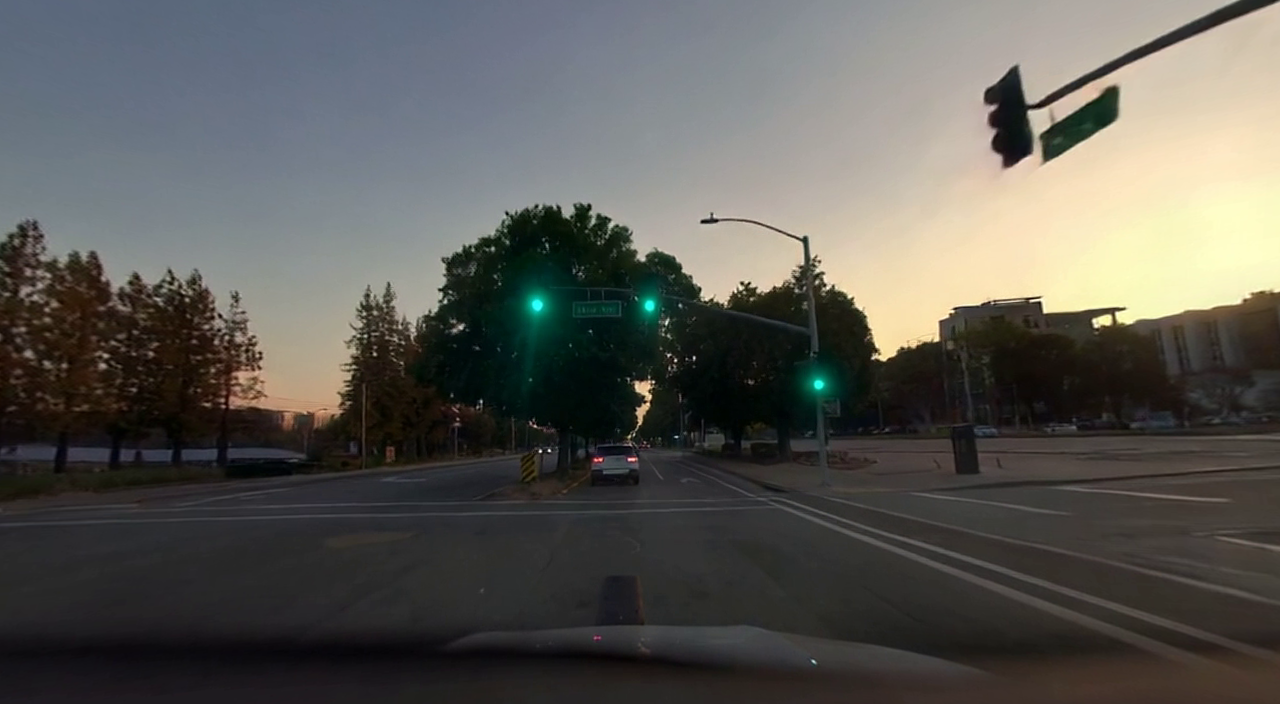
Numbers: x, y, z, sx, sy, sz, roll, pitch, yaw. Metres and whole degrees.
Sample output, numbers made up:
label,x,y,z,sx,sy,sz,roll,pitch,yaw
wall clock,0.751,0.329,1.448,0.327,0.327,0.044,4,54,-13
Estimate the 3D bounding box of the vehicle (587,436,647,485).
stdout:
label,x,y,z,sx,sy,sz,roll,pitch,yaw
vehicle,-0.859,4.177,24.634,2.130,1.711,4.038,0,-9,-1
